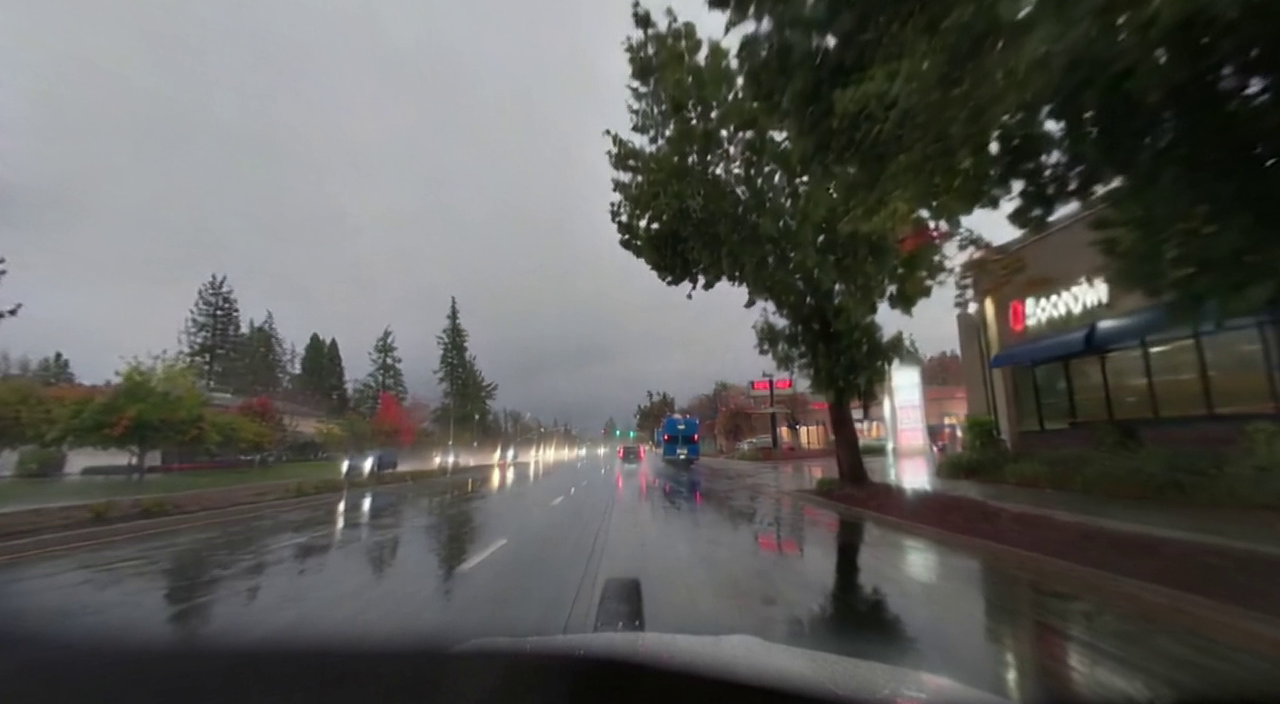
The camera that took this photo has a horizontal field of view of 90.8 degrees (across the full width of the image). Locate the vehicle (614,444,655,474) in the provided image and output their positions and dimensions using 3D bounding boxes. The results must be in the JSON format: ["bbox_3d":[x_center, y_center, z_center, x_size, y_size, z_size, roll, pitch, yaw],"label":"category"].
[{"bbox_3d":[-0.391,5.858,34.642,2.103,1.506,4.742,0,-9,-2],"label":"vehicle"}]

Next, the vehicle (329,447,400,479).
[{"bbox_3d":[-15.532,6.272,35.920,2.041,1.685,4.571,0,-9,-1],"label":"vehicle"}]
